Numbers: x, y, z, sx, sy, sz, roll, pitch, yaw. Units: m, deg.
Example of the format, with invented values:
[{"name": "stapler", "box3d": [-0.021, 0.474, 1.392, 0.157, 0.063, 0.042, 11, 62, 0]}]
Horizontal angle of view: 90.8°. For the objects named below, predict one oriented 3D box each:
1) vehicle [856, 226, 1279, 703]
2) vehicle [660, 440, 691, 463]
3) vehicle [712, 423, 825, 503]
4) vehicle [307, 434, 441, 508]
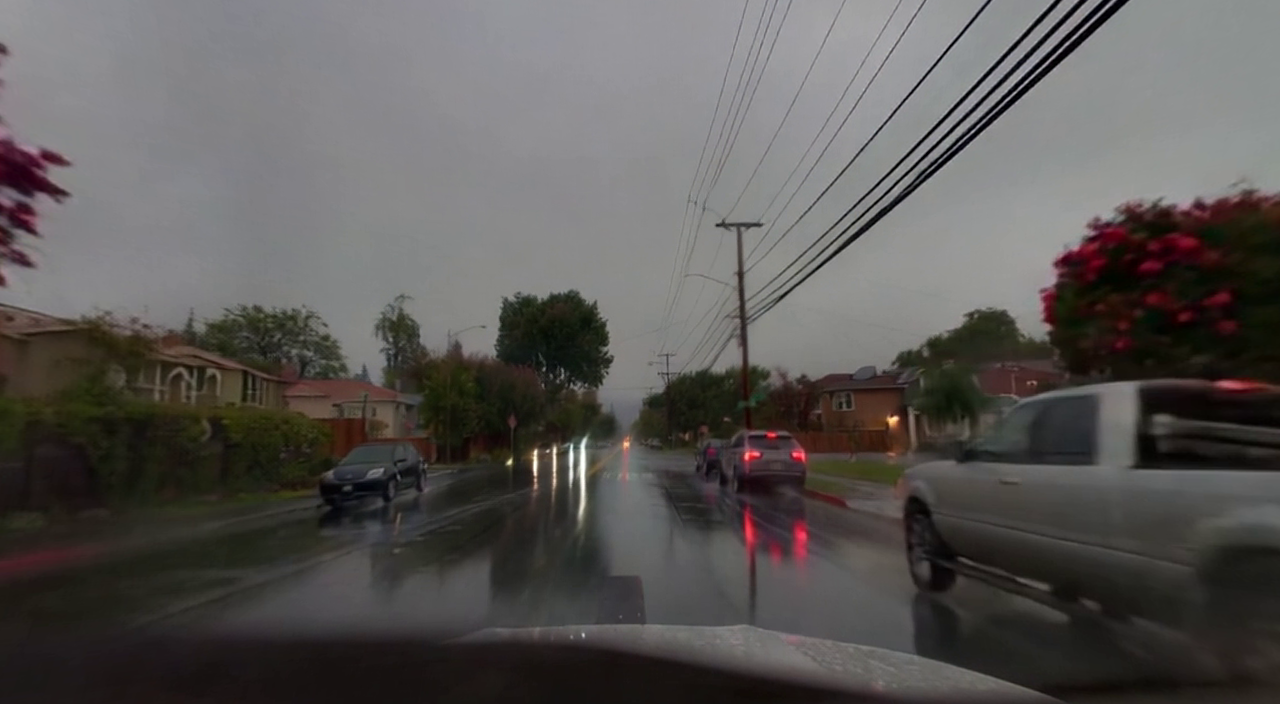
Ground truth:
[{"name": "vehicle", "box3d": [3.406, 0.794, 3.807, 2.111, 2.054, 5.748, 0, -9, -1]}, {"name": "vehicle", "box3d": [2.755, 7.858, 49.951, 2.114, 1.708, 4.474, 0, -8, -1]}, {"name": "vehicle", "box3d": [3.144, 2.835, 16.490, 1.993, 1.778, 4.311, 0, -9, -1]}, {"name": "vehicle", "box3d": [-7.351, 3.398, 17.992, 1.980, 1.664, 4.342, -5, -11, -1]}]
